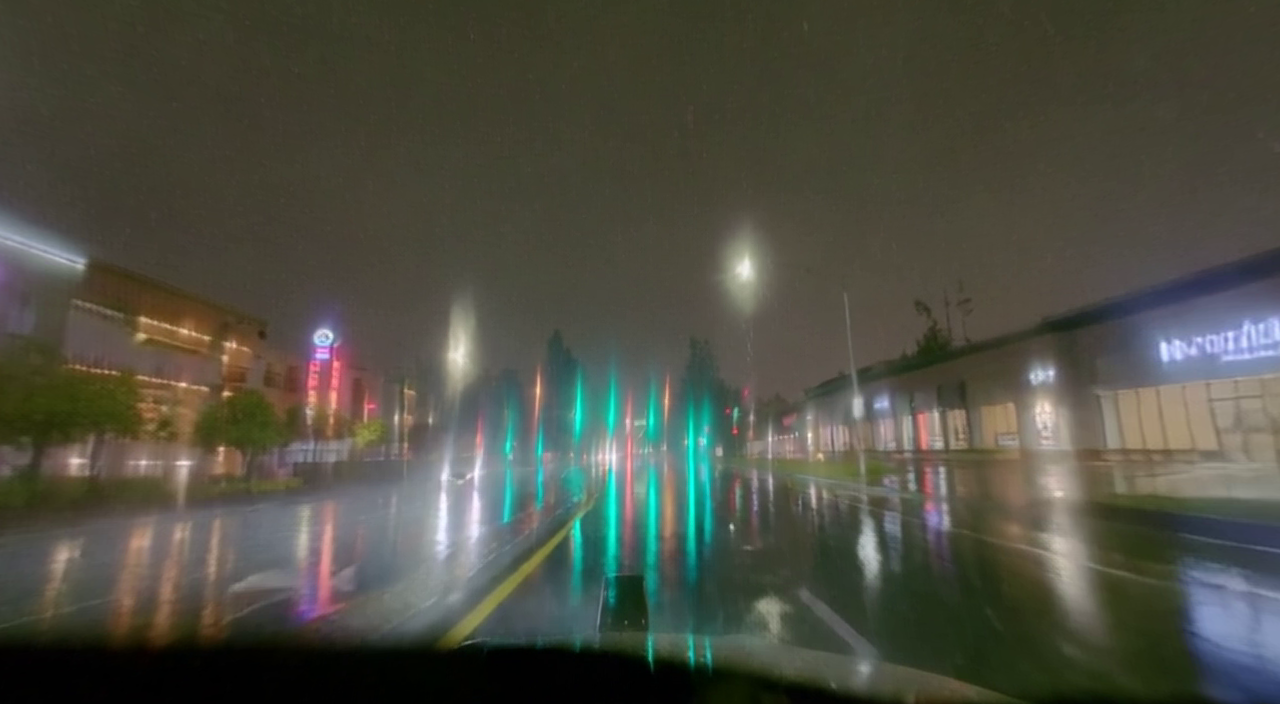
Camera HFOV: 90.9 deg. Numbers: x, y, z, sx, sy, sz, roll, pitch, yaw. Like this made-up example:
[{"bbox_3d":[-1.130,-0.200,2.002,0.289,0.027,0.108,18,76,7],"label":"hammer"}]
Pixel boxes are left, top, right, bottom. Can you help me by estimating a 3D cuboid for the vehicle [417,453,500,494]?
[{"bbox_3d":[-7.194,4.856,25.536,1.954,1.451,4.536,0,-8,1],"label":"vehicle"}]
